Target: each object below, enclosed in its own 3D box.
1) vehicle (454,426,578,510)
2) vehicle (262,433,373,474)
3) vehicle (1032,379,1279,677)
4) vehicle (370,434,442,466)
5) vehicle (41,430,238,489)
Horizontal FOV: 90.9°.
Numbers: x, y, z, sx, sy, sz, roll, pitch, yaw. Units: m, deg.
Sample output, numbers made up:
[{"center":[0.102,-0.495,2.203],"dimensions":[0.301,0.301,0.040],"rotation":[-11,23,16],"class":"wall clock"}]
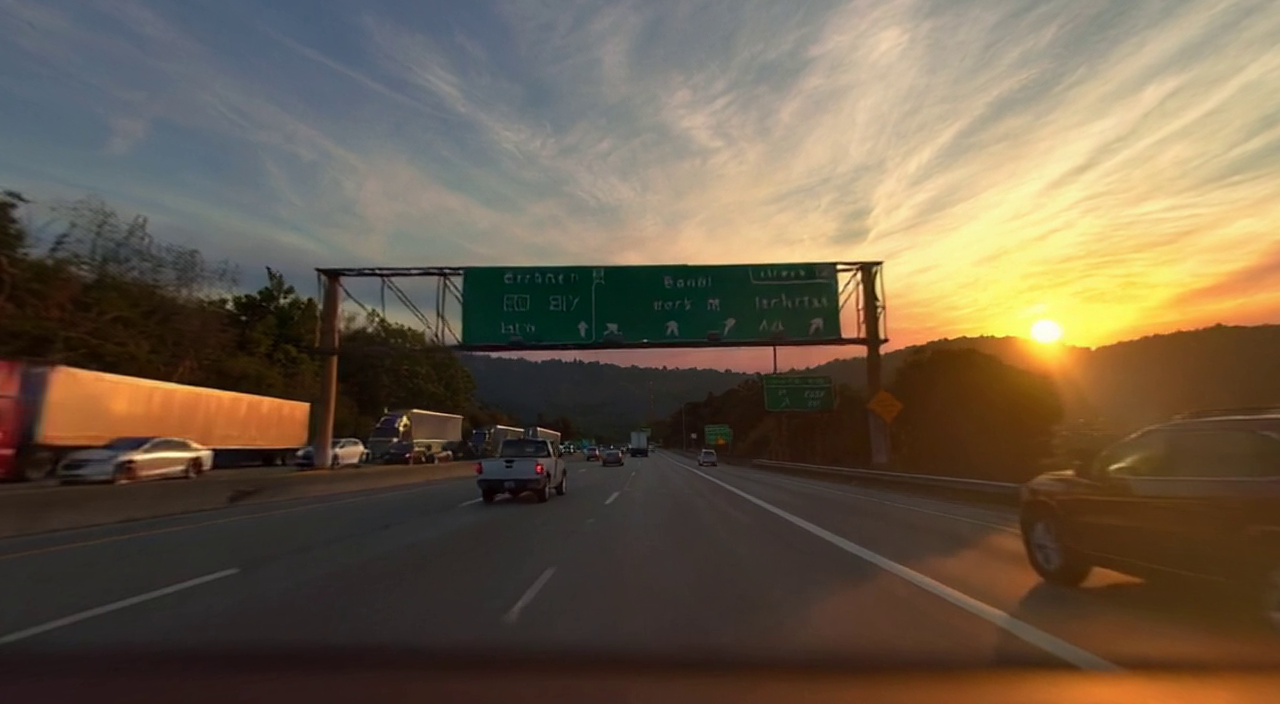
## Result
[{"center":[-3.130,3.102,17.295],"dimensions":[2.220,1.928,5.176],"rotation":[0,-9,1],"class":"vehicle"},{"center":[-12.797,4.136,25.392],"dimensions":[1.978,1.433,4.435],"rotation":[2,-10,2],"class":"vehicle"},{"center":[4.797,1.048,3.789],"dimensions":[2.080,1.725,4.252],"rotation":[0,-9,0],"class":"vehicle"},{"center":[-12.621,5.390,34.350],"dimensions":[1.971,1.478,4.726],"rotation":[3,-11,2],"class":"vehicle"},{"center":[-13.584,2.954,17.534],"dimensions":[1.951,1.428,4.206],"rotation":[0,-9,1],"class":"vehicle"}]
